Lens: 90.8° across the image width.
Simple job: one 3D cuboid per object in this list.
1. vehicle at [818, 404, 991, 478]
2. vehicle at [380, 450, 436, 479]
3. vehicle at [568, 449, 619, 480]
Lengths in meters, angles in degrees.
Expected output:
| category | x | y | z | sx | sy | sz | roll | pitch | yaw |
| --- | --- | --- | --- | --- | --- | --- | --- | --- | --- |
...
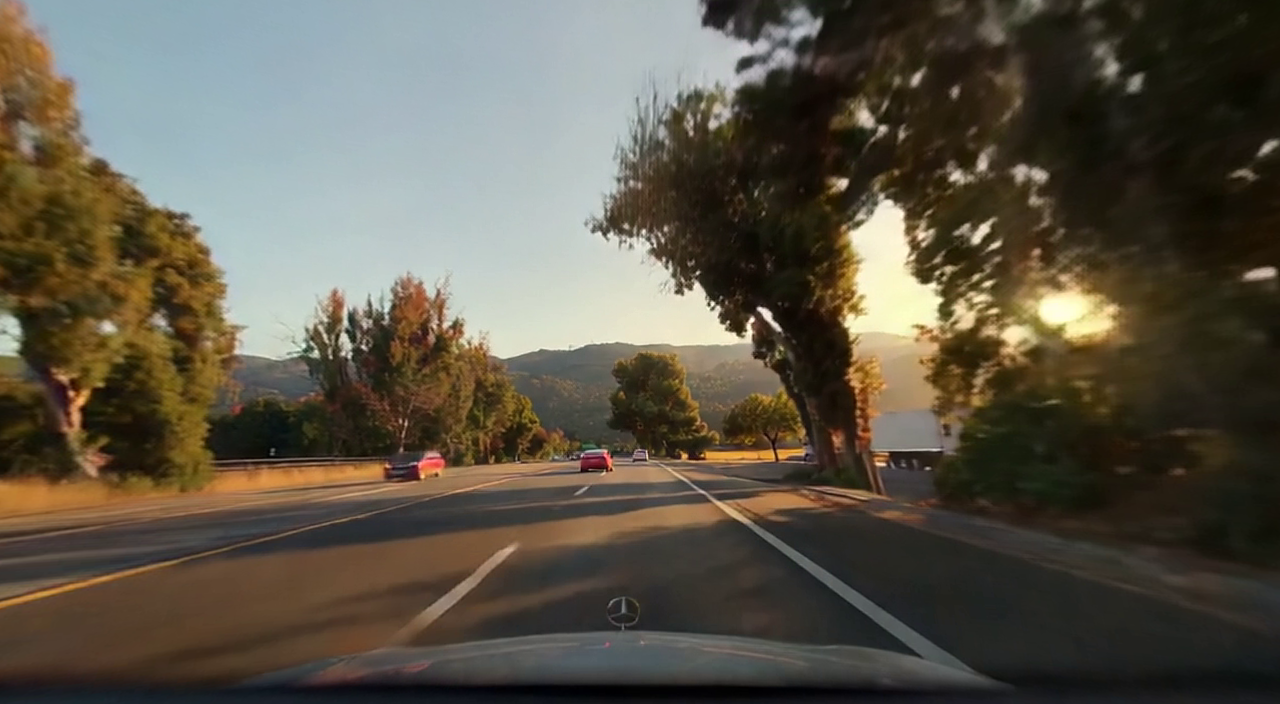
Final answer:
| category | x | y | z | sx | sy | sz | roll | pitch | yaw |
| --- | --- | --- | --- | --- | --- | --- | --- | --- | --- |
| vehicle | 17.564 | 6.168 | 44.197 | 2.859 | 4.163 | 14.784 | -1 | -7 | -12 |
| vehicle | -13.144 | 6.377 | 35.935 | 1.751 | 1.466 | 3.977 | -3 | -9 | -1 |
| vehicle | -2.305 | 5.790 | 32.853 | 2.170 | 1.451 | 4.584 | 0 | -9 | 2 |
